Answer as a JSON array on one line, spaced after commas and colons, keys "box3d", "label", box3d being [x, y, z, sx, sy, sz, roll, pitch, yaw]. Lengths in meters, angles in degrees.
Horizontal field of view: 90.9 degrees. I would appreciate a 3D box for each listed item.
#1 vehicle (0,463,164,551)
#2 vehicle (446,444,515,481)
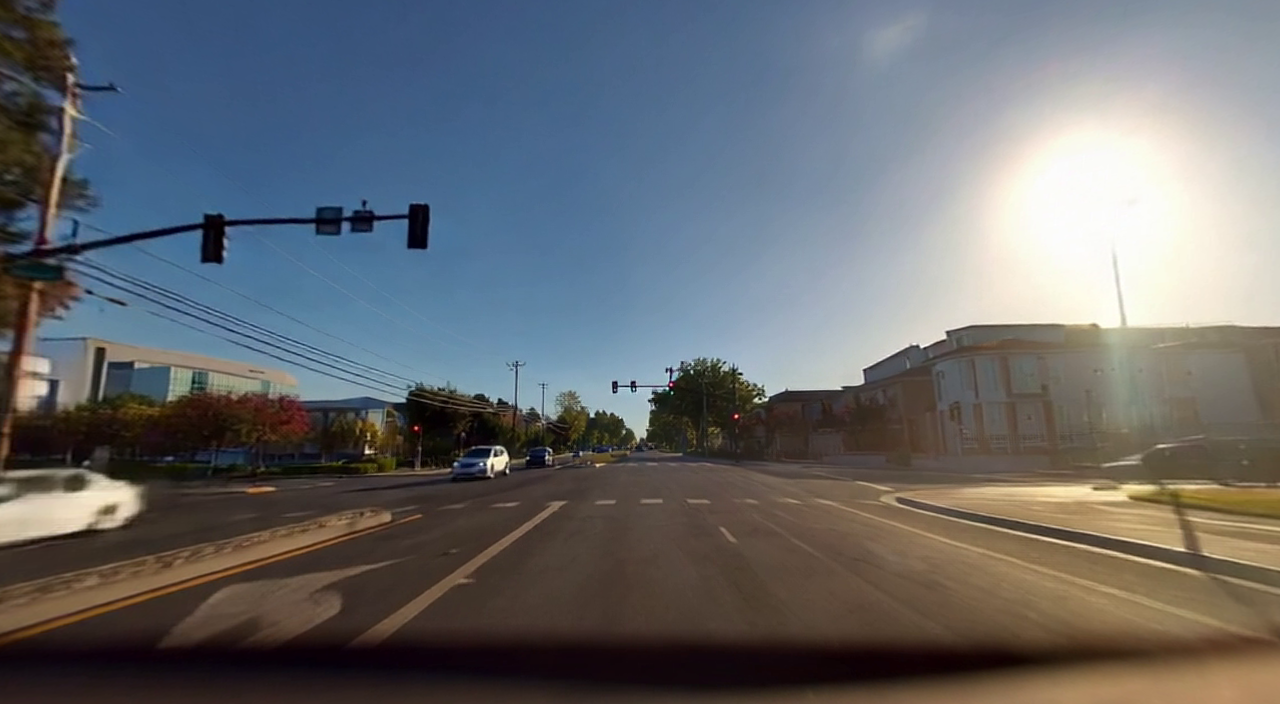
[{"box3d": [-12.199, 3.030, 12.729, 1.825, 1.435, 4.211, 0, -8, 0], "label": "vehicle"}, {"box3d": [-8.528, 5.930, 34.301, 2.206, 1.836, 5.559, -1, -8, 2], "label": "vehicle"}]
